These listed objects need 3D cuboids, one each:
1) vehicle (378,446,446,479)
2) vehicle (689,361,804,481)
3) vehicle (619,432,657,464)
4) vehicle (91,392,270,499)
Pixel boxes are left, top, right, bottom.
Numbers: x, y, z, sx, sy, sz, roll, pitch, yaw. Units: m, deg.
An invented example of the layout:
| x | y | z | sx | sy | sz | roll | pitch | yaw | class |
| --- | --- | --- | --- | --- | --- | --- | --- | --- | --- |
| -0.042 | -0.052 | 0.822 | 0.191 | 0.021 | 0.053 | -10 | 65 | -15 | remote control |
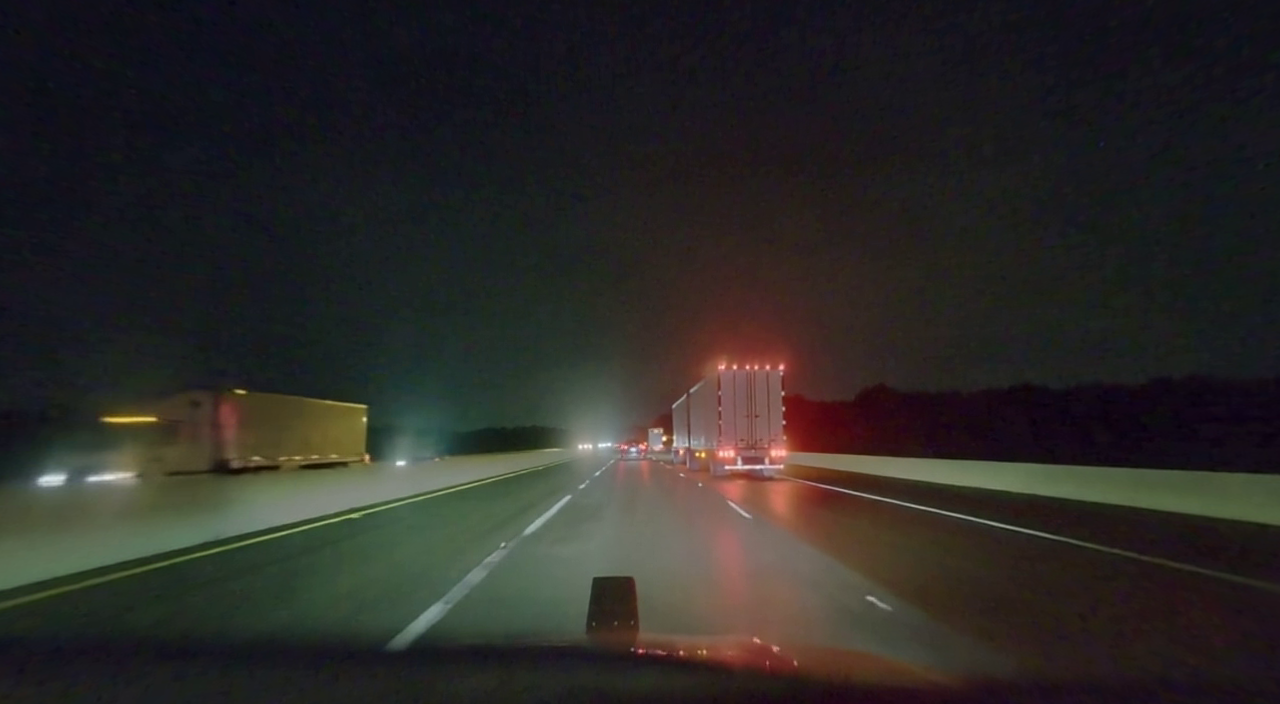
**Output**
| x | y | z | sx | sy | sz | roll | pitch | yaw | class |
| --- | --- | --- | --- | --- | --- | --- | --- | --- | --- |
| -11.688 | 5.659 | 32.657 | 1.986 | 1.548 | 4.506 | 0 | -8 | -2 | vehicle |
| 3.860 | 2.892 | 25.316 | 2.967 | 3.961 | 8.660 | 0 | -8 | -1 | vehicle |
| -0.194 | 6.679 | 43.923 | 2.456 | 2.007 | 4.728 | 0 | -8 | -1 | vehicle |
| -19.006 | 3.915 | 26.628 | 3.041 | 3.970 | 5.846 | 0 | -8 | -1 | vehicle |
